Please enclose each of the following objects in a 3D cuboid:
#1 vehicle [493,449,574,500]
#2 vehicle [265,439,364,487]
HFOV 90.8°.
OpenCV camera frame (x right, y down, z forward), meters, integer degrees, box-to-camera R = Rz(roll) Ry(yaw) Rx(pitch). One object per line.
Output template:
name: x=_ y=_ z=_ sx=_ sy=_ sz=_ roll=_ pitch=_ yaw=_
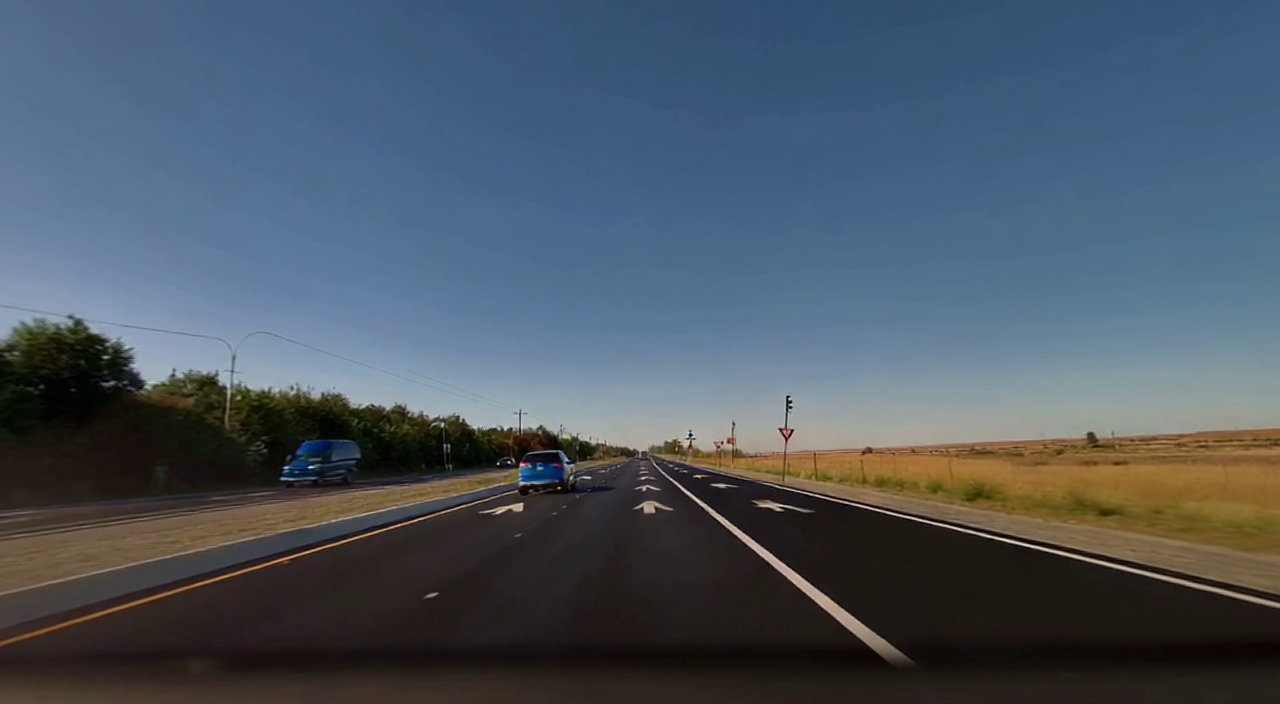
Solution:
vehicle: x=-3.701 y=4.320 z=22.693 sx=2.053 sy=1.647 sz=4.252 roll=0 pitch=-9 yaw=2
vehicle: x=-17.699 y=6.051 z=34.767 sx=2.237 sy=2.410 sz=5.801 roll=0 pitch=-9 yaw=1
